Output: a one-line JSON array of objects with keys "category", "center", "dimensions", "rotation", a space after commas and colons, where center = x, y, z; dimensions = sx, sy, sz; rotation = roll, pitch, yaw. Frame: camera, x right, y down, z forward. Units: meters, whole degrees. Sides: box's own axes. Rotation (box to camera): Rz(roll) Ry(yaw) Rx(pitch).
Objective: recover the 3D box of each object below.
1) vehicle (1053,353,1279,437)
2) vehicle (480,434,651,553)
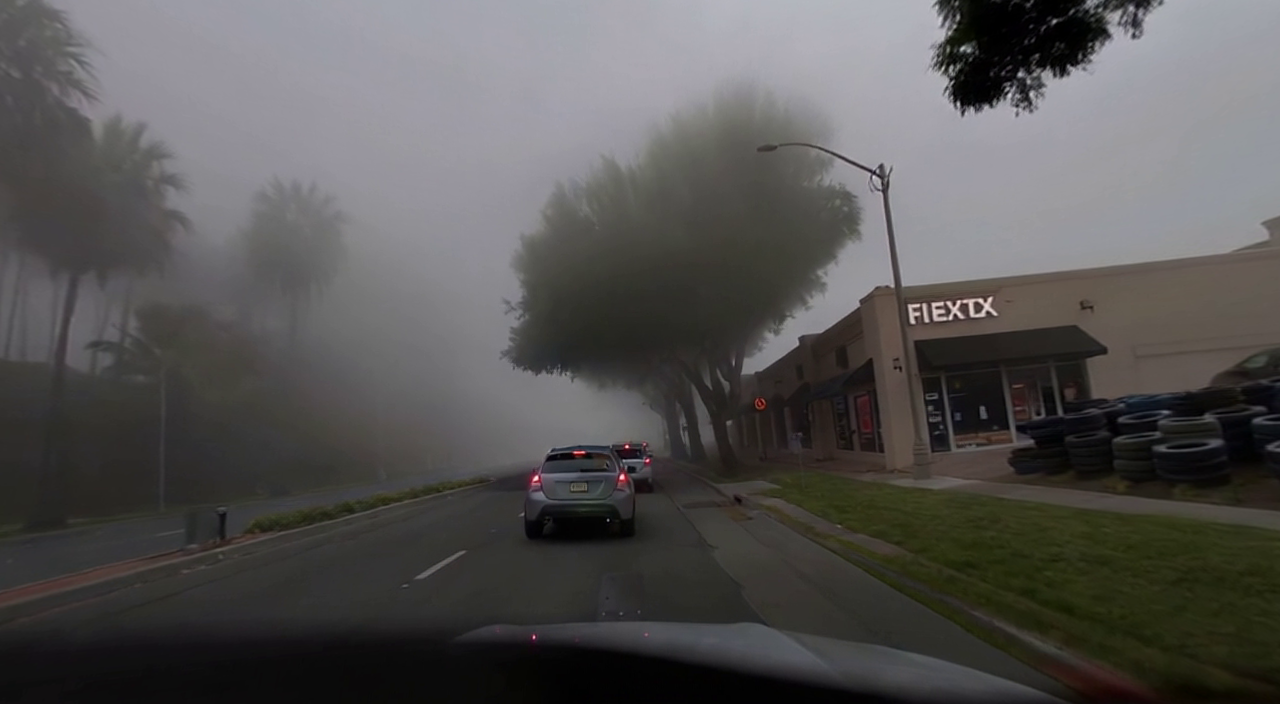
[{"category": "vehicle", "center": [13.385, 1.274, 16.518], "dimensions": [1.854, 1.693, 4.798], "rotation": [-1, -10, 0]}, {"category": "vehicle", "center": [-0.997, 2.113, 10.149], "dimensions": [2.169, 1.495, 4.048], "rotation": [0, -9, -1]}]
